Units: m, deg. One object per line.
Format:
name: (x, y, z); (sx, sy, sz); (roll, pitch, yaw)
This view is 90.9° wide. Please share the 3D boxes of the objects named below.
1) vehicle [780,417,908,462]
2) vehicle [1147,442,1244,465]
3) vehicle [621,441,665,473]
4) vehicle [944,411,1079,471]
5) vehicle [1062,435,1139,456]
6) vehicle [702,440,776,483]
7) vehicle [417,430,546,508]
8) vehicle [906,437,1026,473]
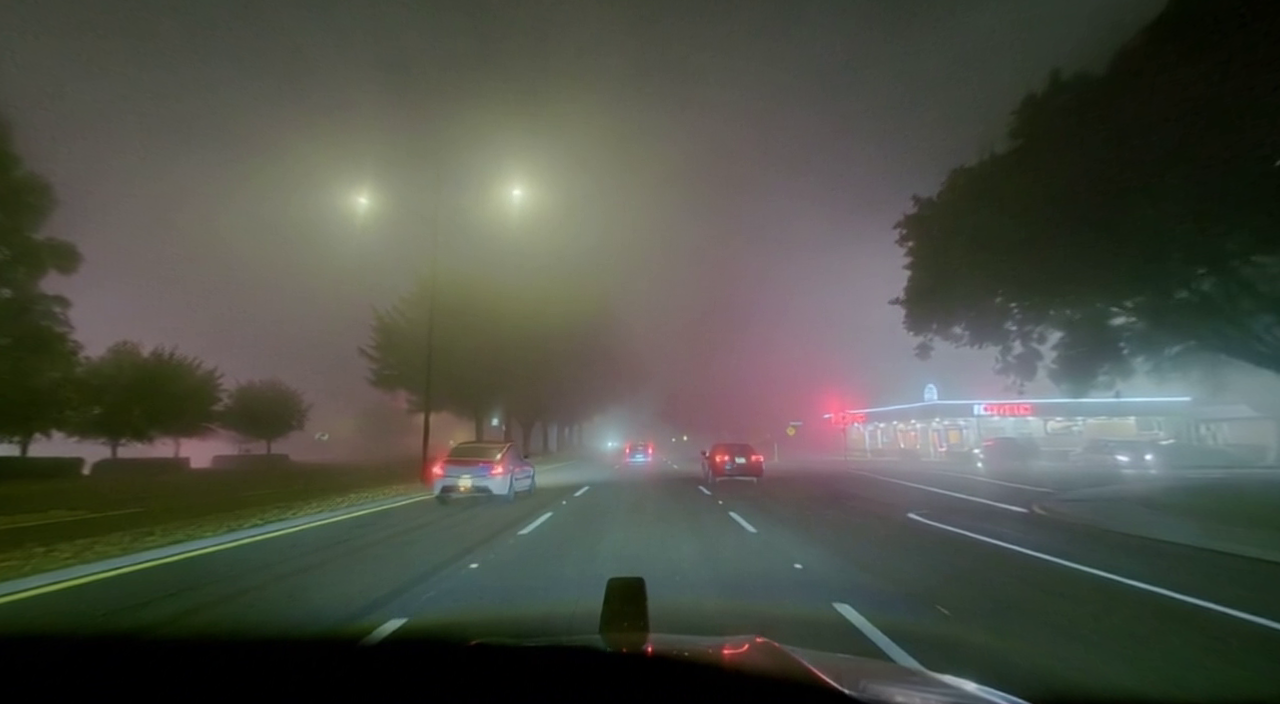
vehicle: (14.965, 6.548, 46.832); (8.343, 3.028, 3.002); (-1, -10, 3)
vehicle: (34.390, 6.290, 39.102); (4.212, 1.423, 1.764); (-1, -8, 2)
vehicle: (0.172, 5.245, 31.673); (2.059, 1.477, 4.216); (0, -8, 1)
vehicle: (21.873, 5.347, 37.848); (2.928, 3.123, 8.236); (-1, -8, -1)
vehicle: (34.885, 7.112, 47.810); (4.434, 1.514, 1.763); (0, -8, 0)
vehicle: (3.654, 4.138, 24.142); (2.012, 1.462, 4.400); (0, -8, -1)
vehicle: (-3.647, 2.772, 15.357); (1.995, 1.607, 4.086); (0, -8, 1)
vehicle: (15.402, 4.896, 30.055); (4.578, 1.620, 2.047); (-2, -9, 11)
